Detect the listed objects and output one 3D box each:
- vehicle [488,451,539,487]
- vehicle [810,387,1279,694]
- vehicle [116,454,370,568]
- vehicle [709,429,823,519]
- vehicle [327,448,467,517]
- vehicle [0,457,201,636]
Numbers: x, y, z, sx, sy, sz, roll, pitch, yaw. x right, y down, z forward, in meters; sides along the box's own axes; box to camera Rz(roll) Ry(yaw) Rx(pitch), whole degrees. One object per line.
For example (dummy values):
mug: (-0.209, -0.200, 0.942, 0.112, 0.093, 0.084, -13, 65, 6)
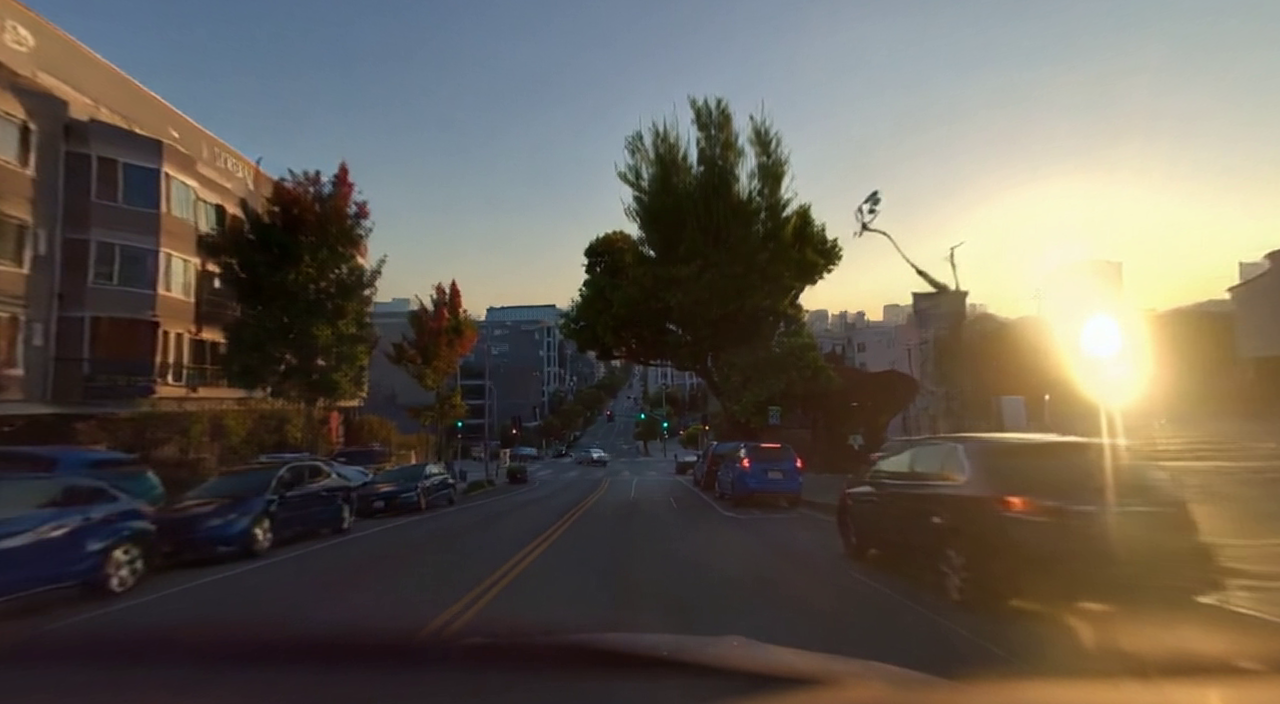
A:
vehicle: (-6.747, 6.228, 33.998, 1.893, 1.758, 4.019, -1, -8, 0)
vehicle: (3.418, 1.457, 6.295, 1.886, 1.740, 5.167, 0, -8, -1)
vehicle: (-6.595, 2.616, 11.235, 1.723, 1.520, 4.439, 0, -8, -1)
vehicle: (2.882, 2.906, 15.596, 1.954, 1.845, 4.682, -1, -8, 1)
vehicle: (-6.537, 3.645, 17.730, 2.033, 1.523, 4.867, -3, -11, 0)
vehicle: (-6.466, 1.703, 5.454, 1.913, 1.479, 4.714, -1, -8, 1)
